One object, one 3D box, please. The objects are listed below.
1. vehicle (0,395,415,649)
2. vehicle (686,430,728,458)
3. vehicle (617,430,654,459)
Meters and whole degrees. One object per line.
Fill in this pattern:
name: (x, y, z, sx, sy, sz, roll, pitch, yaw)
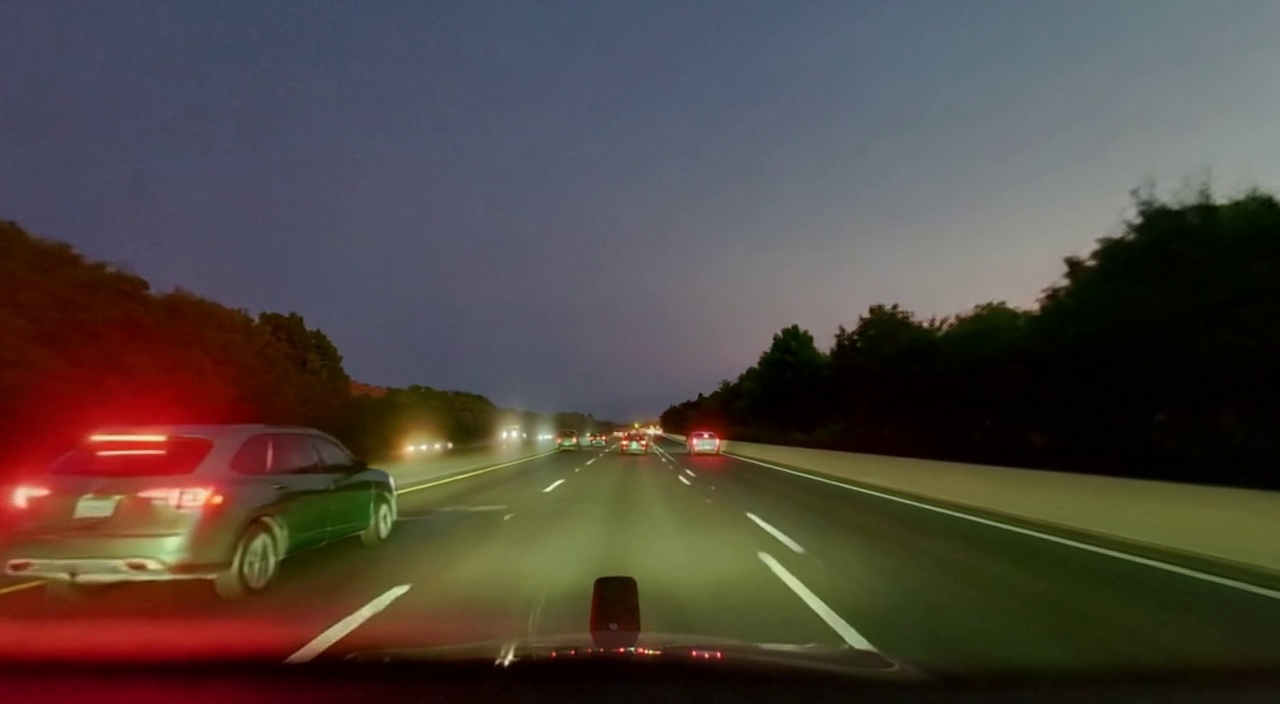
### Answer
vehicle: (-4.109, 1.335, 6.231, 2.023, 1.512, 4.804, 0, -8, 0)
vehicle: (3.760, 5.225, 35.984, 1.841, 1.491, 3.869, 0, -8, -2)
vehicle: (-0.250, 4.863, 33.255, 1.869, 1.466, 3.356, 0, -8, -1)
